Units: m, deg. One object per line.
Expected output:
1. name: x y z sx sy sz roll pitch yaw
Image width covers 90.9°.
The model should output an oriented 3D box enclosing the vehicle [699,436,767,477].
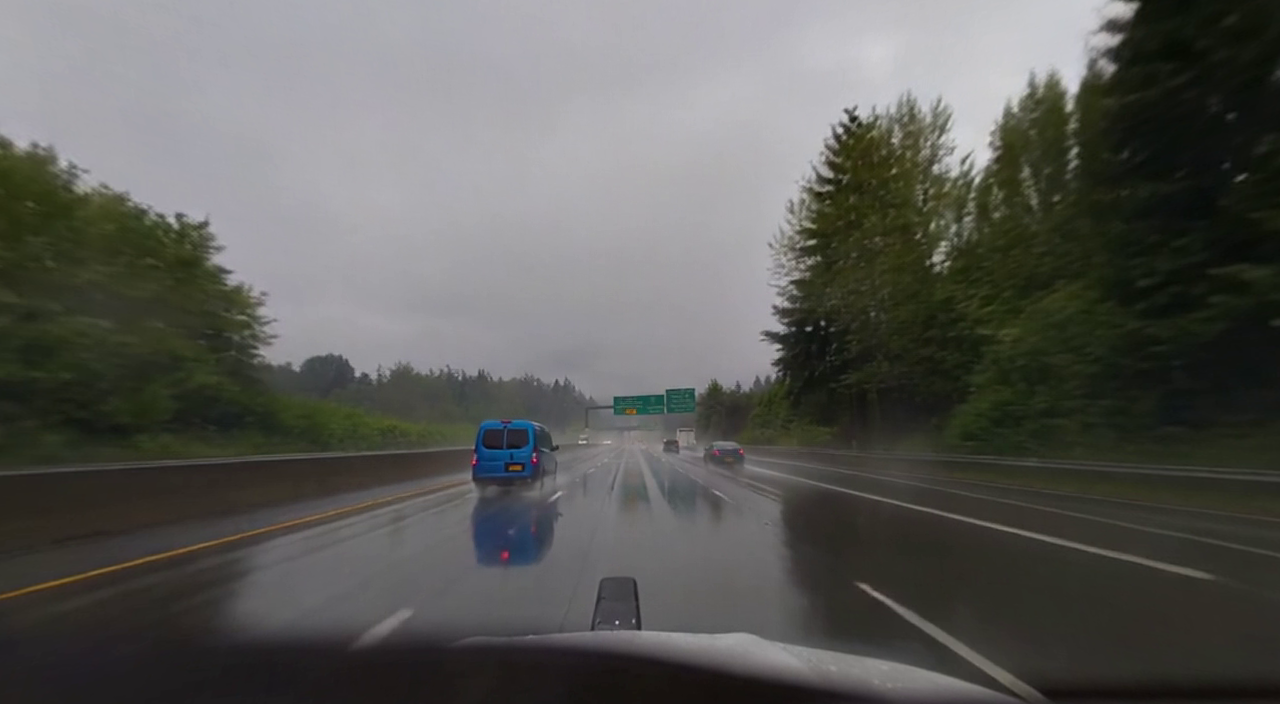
1. vehicle: 3.542 4.062 24.796 2.020 1.464 3.803 0 -8 -1

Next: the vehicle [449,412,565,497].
1. vehicle: -3.550 2.851 17.948 2.275 2.053 5.082 0 -8 -1
